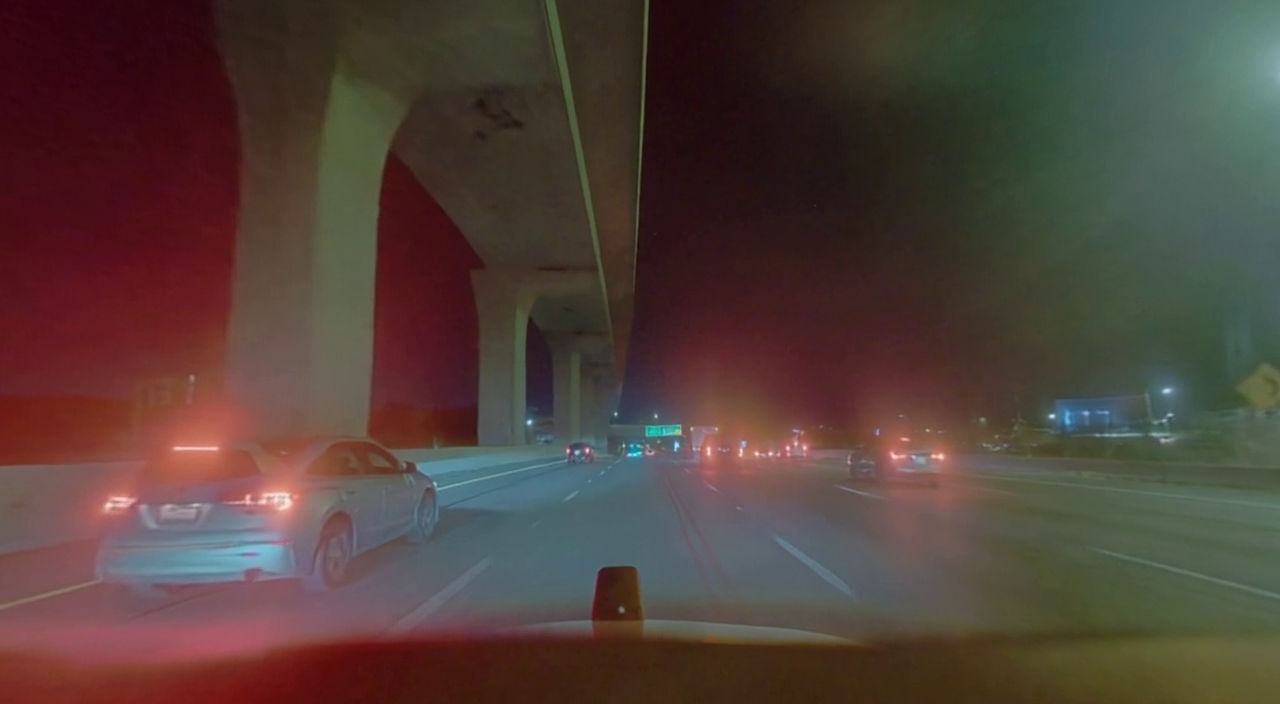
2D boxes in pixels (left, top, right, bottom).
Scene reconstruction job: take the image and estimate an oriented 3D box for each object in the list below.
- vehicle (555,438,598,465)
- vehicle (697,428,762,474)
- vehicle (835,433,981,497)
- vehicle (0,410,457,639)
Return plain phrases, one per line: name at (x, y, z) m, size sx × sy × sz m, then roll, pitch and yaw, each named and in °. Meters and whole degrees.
vehicle at (-3.674, 5.877, 37.358) m, size 2.047 × 1.464 × 4.387 m, roll 0°, pitch -8°, yaw 1°
vehicle at (3.623, 4.114, 26.383) m, size 2.072 × 1.761 × 4.242 m, roll 0°, pitch -8°, yaw 0°
vehicle at (6.932, 2.952, 16.938) m, size 1.989 × 1.472 × 4.322 m, roll 0°, pitch -8°, yaw -1°
vehicle at (-3.611, 1.463, 6.508) m, size 1.997 × 1.476 × 4.703 m, roll 0°, pitch -8°, yaw 1°
